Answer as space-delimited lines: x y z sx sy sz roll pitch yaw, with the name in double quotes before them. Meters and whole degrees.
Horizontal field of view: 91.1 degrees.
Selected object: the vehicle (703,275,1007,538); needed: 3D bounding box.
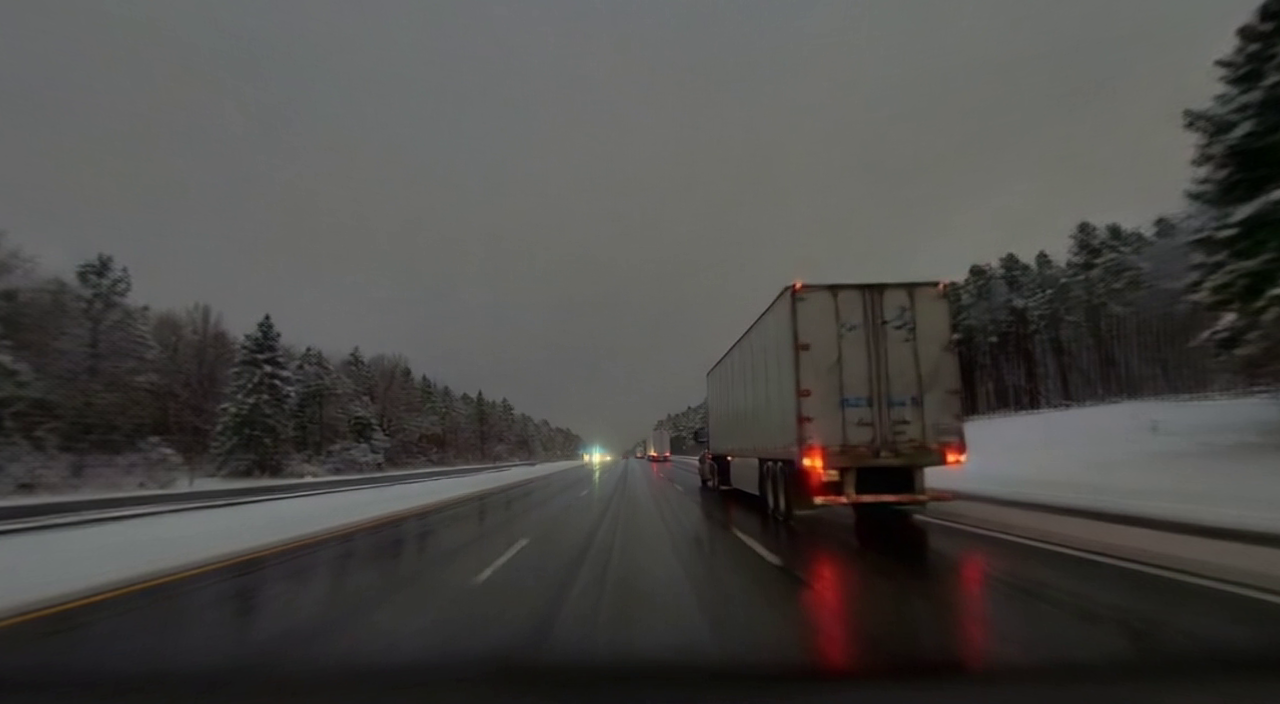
"vehicle" 3.859 1.778 16.102 3.037 3.999 13.133 0 -9 0
